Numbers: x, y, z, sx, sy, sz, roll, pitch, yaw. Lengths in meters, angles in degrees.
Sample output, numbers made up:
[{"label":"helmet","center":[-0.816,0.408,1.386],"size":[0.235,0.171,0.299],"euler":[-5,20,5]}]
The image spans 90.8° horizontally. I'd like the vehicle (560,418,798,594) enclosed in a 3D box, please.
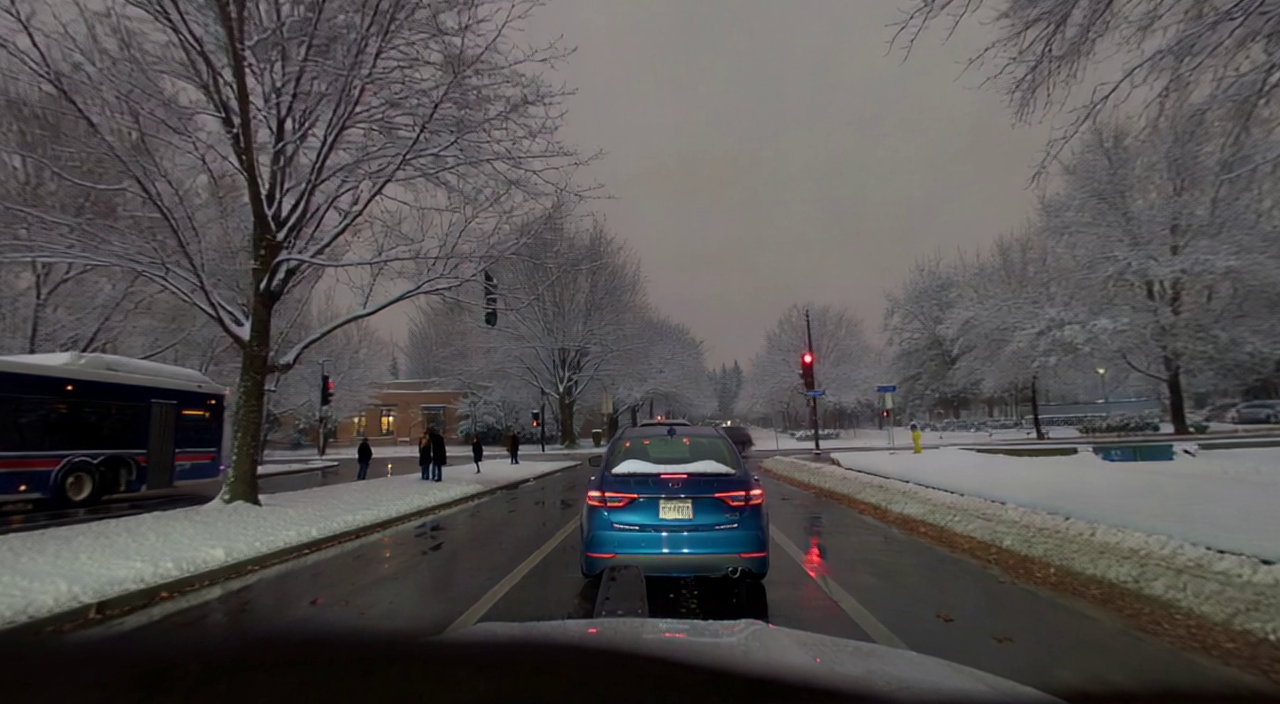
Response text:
[{"label":"vehicle","center":[0.372,1.609,7.396],"size":[2.035,1.499,3.799],"euler":[0,-8,1]}]
